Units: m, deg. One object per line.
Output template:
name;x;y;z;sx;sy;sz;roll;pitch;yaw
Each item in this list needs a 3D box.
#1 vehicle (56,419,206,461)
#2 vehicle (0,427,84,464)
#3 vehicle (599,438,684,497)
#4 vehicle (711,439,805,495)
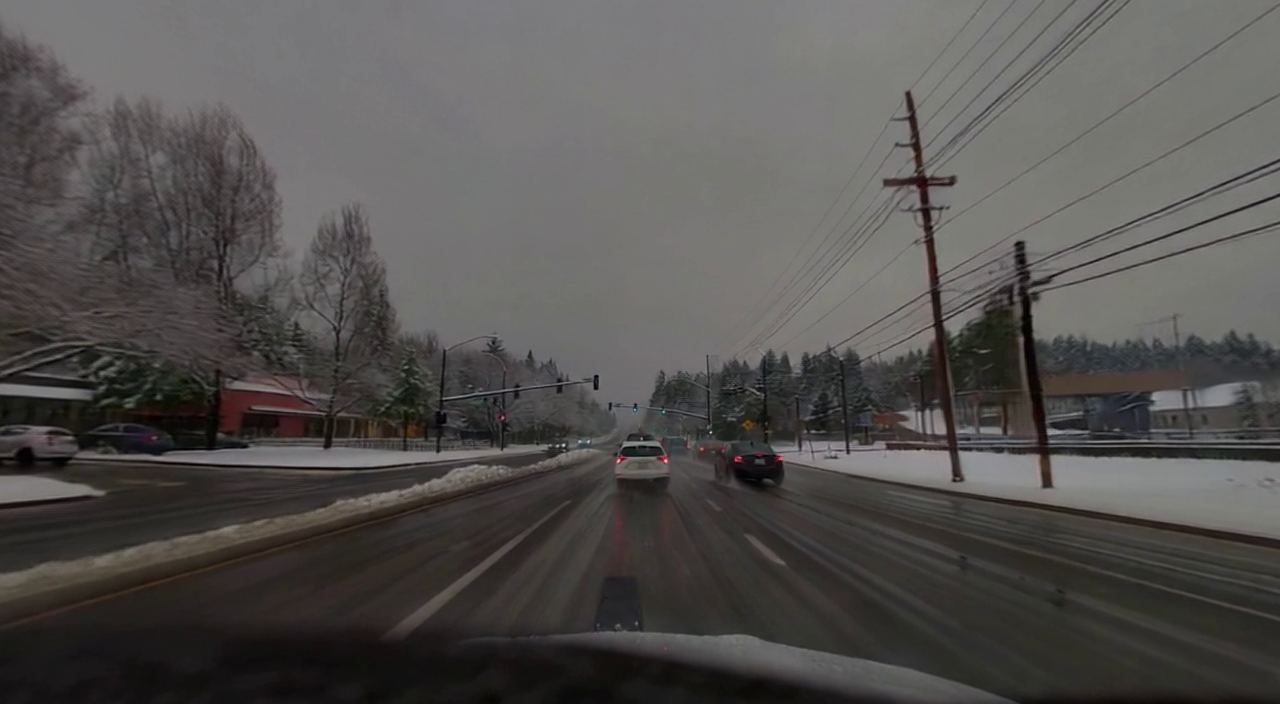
vehicle;-28.978;5.113;36.351;2.878;2.172;7.057;0;-9;-2
vehicle;-28.364;4.258;28.571;1.908;1.553;4.979;1;-9;-4
vehicle;0.009;3.226;17.921;2.144;1.473;4.028;0;-8;-1
vehicle;3.373;3.361;18.785;1.985;1.489;4.036;0;-9;-1
